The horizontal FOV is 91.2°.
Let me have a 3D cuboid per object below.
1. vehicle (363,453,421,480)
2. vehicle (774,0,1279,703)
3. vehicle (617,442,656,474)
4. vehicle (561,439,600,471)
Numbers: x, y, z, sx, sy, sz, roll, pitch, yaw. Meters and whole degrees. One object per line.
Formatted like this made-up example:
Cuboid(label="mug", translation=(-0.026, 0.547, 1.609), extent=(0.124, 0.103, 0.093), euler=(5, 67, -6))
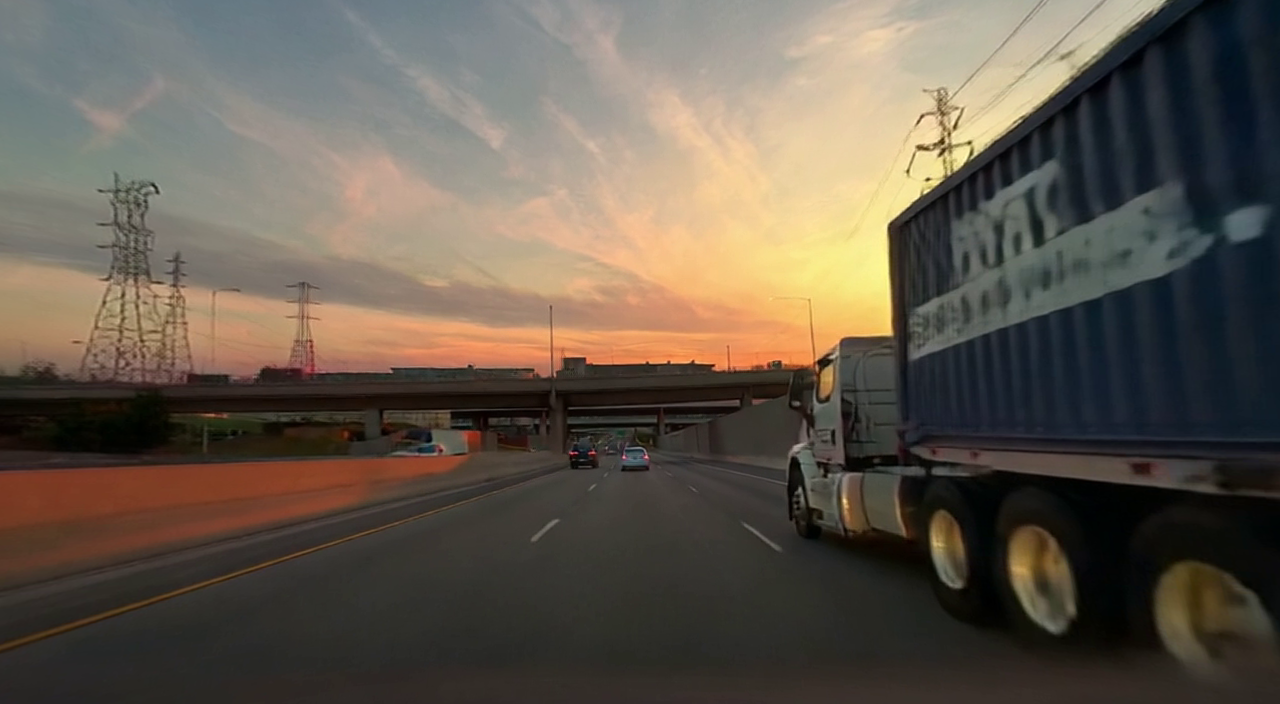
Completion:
Cuboid(label="vehicle", translation=(-15.649, 7.205, 39.725), extent=(1.835, 1.528, 4.482), euler=(0, -9, 0))
Cuboid(label="vehicle", translation=(3.838, 0.148, 5.266), extent=(3.011, 3.930, 10.078), euler=(0, -9, -1))
Cuboid(label="vehicle", translation=(-0.212, 5.786, 34.350), extent=(2.004, 1.615, 4.113), euler=(0, -9, 0))
Cuboid(label="vehicle", translation=(-3.820, 6.716, 40.946), extent=(2.077, 1.884, 4.961), euler=(0, -9, 0))
